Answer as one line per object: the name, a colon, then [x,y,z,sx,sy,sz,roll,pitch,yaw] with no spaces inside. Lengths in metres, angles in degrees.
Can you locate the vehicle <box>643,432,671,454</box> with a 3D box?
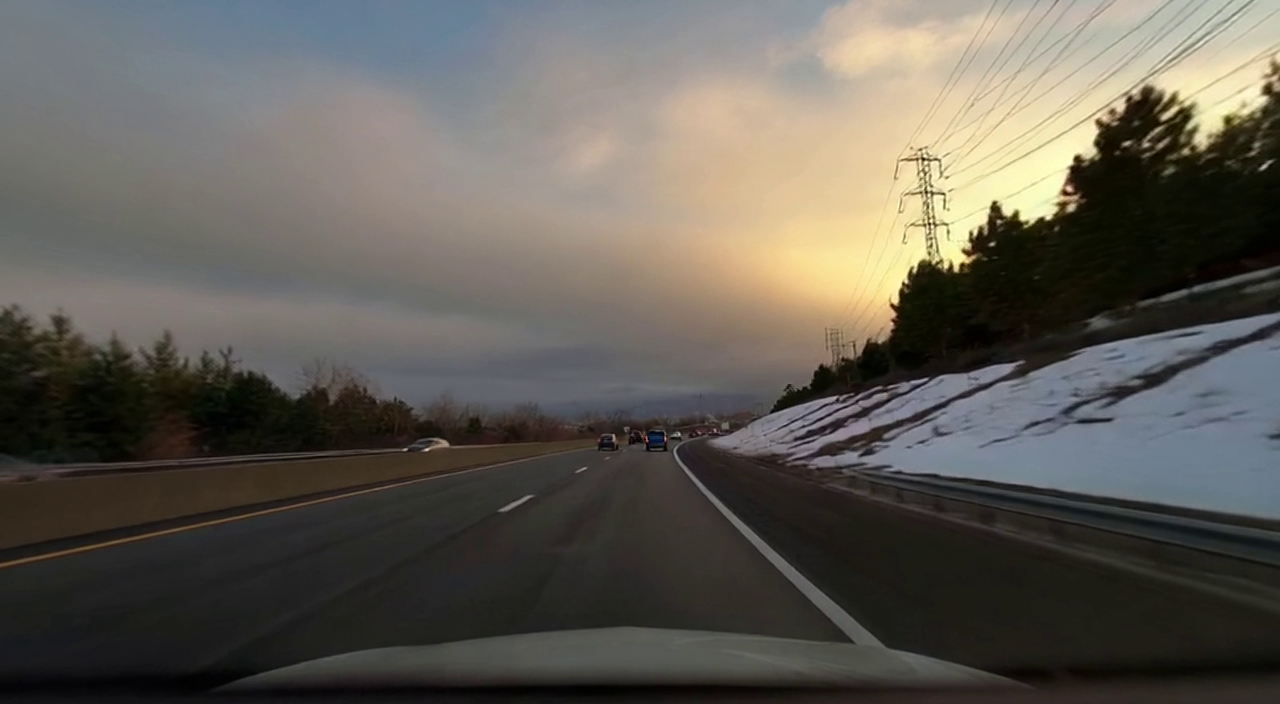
vehicle: [1.356,6.913,47.928,2.077,1.523,4.206,0,-8,3]

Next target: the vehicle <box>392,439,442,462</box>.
vehicle: [-16.843,7.426,47.707,1.925,1.628,4.630,0,-8,2]
